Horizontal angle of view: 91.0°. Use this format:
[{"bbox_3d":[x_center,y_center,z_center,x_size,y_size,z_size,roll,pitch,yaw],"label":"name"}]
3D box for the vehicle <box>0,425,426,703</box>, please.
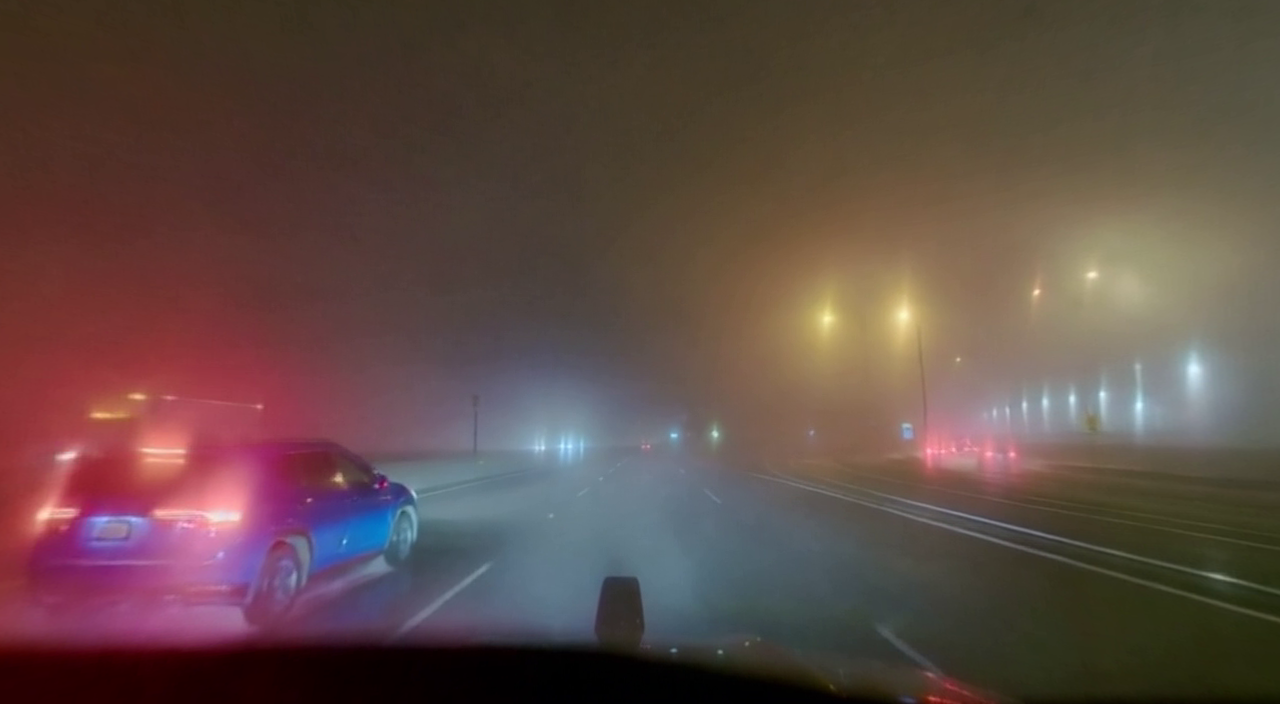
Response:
[{"bbox_3d":[-3.645,1.443,5.430,2.044,1.478,4.114,0,-8,2],"label":"vehicle"}]
